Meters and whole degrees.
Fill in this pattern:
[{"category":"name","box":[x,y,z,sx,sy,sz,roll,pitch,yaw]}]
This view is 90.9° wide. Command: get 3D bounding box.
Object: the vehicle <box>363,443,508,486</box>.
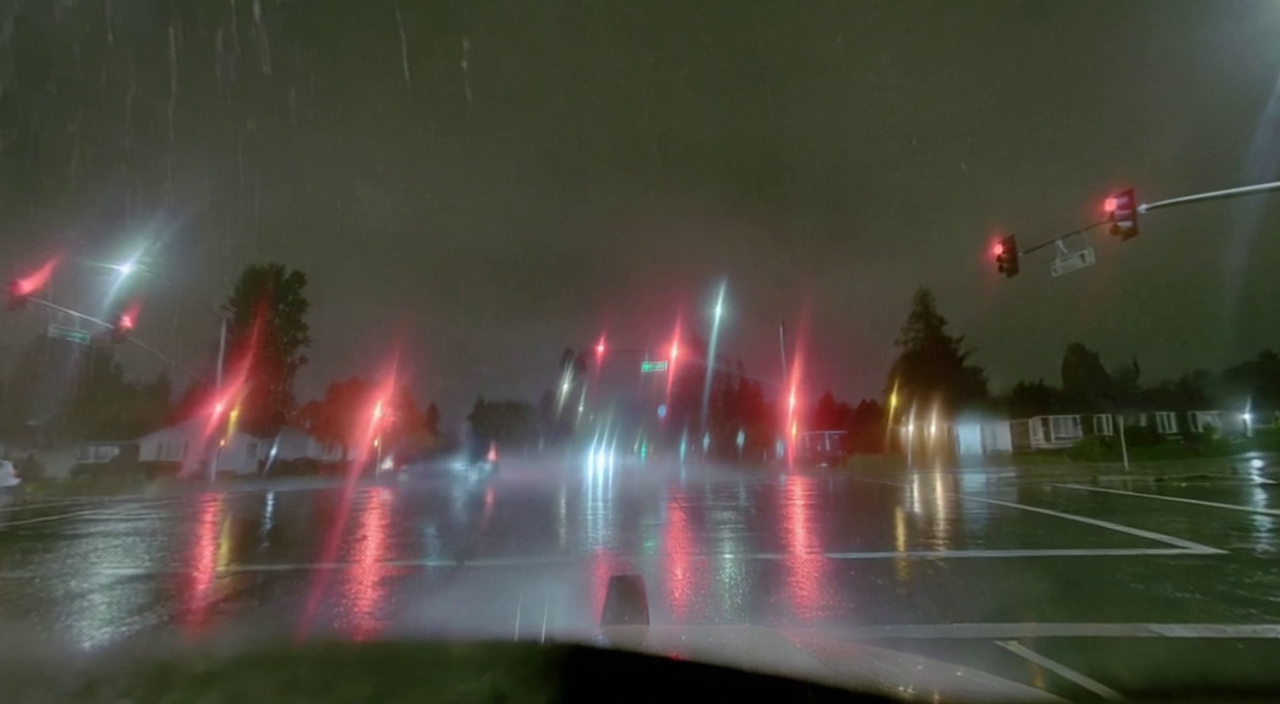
[{"category":"vehicle","box":[-7.236,4.011,22.656,4.562,1.460,1.822,0,-8,0]}]
